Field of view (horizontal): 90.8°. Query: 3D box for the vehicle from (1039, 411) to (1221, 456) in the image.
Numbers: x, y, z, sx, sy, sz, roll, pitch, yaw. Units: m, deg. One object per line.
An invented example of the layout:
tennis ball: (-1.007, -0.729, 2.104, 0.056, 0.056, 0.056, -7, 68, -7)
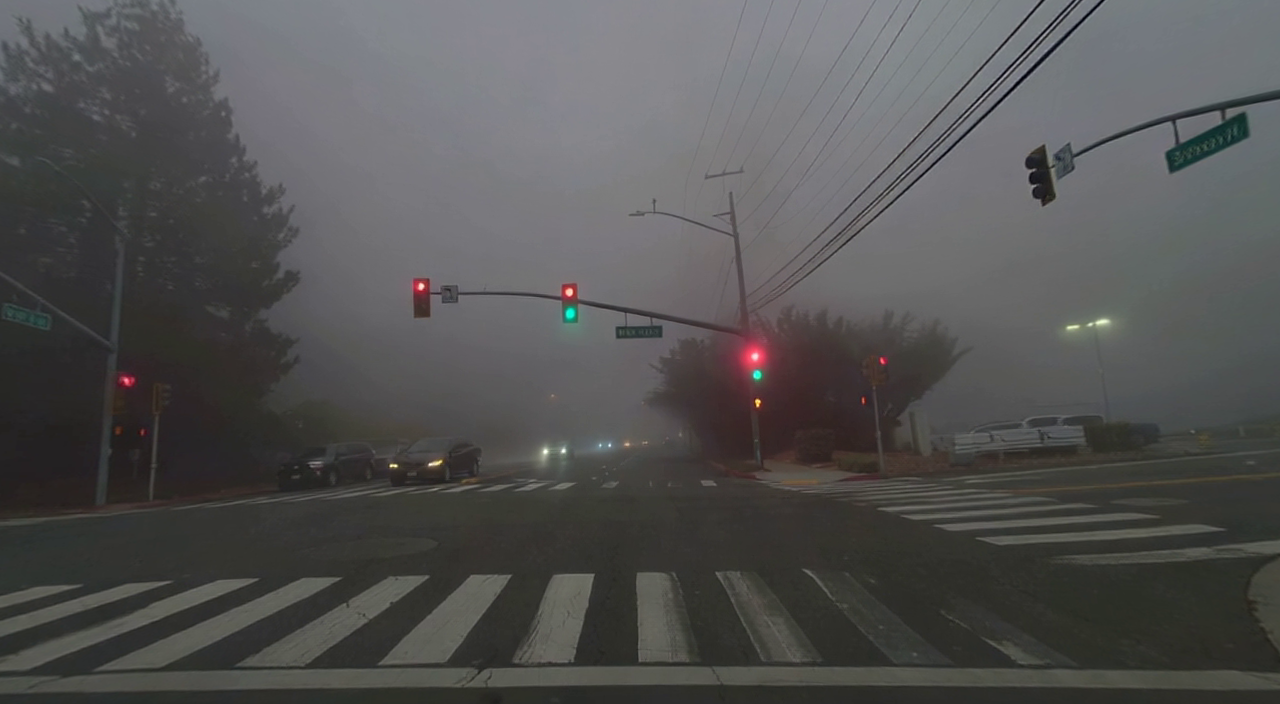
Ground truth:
vehicle: (16.923, 2.908, 22.128, 4.560, 1.453, 1.851, -3, -9, 18)

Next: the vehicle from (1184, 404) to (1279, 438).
vehicle: (34.789, 4.019, 36.651, 4.326, 1.511, 1.725, -8, -9, 17)

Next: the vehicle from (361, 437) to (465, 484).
vehicle: (-10.172, 4.923, 28.971, 2.664, 1.940, 5.702, 0, -9, 0)

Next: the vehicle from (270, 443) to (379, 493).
vehicle: (-13.790, 5.066, 28.052, 2.306, 1.957, 4.968, 0, -9, -1)
